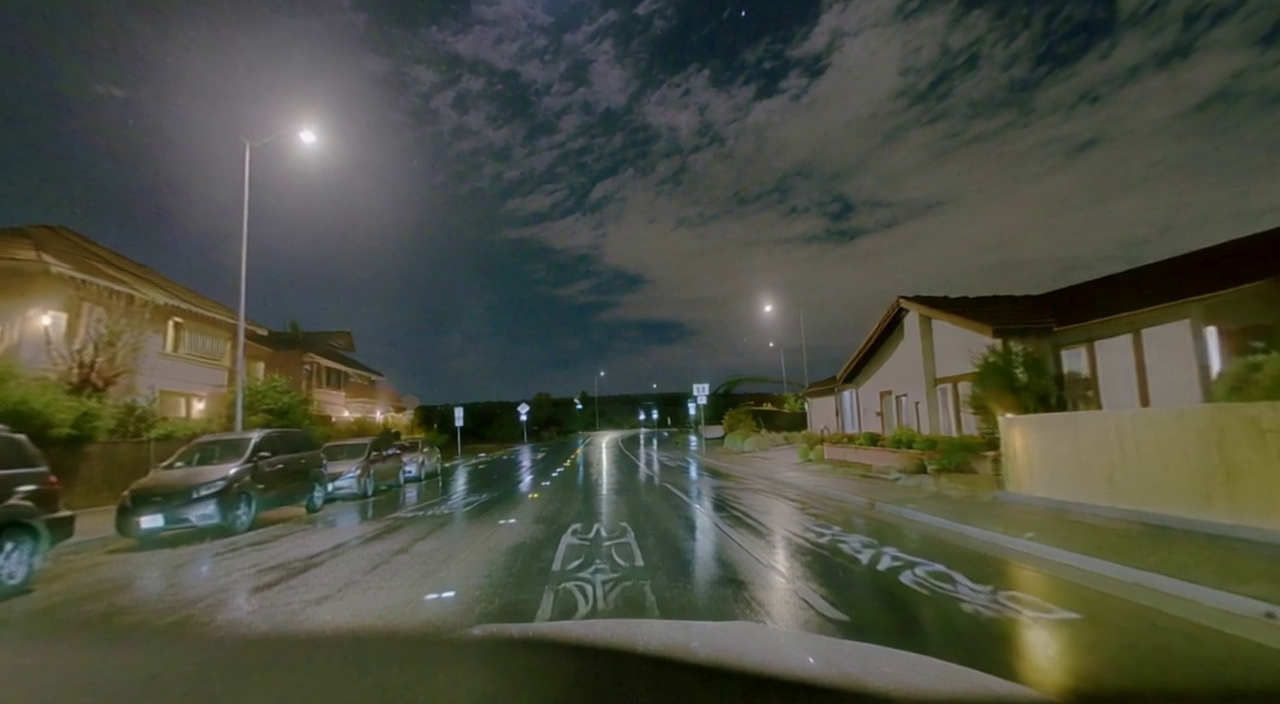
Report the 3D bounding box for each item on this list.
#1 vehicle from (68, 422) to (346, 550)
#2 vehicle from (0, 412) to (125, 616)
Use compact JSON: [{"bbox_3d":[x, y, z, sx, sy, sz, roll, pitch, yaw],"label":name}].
[{"bbox_3d":[-7.099,2.166,11.092,1.865,1.750,4.507,0,-8,-3],"label":"vehicle"},{"bbox_3d":[-6.643,1.327,4.763,2.147,1.780,4.165,0,-8,-5],"label":"vehicle"}]
